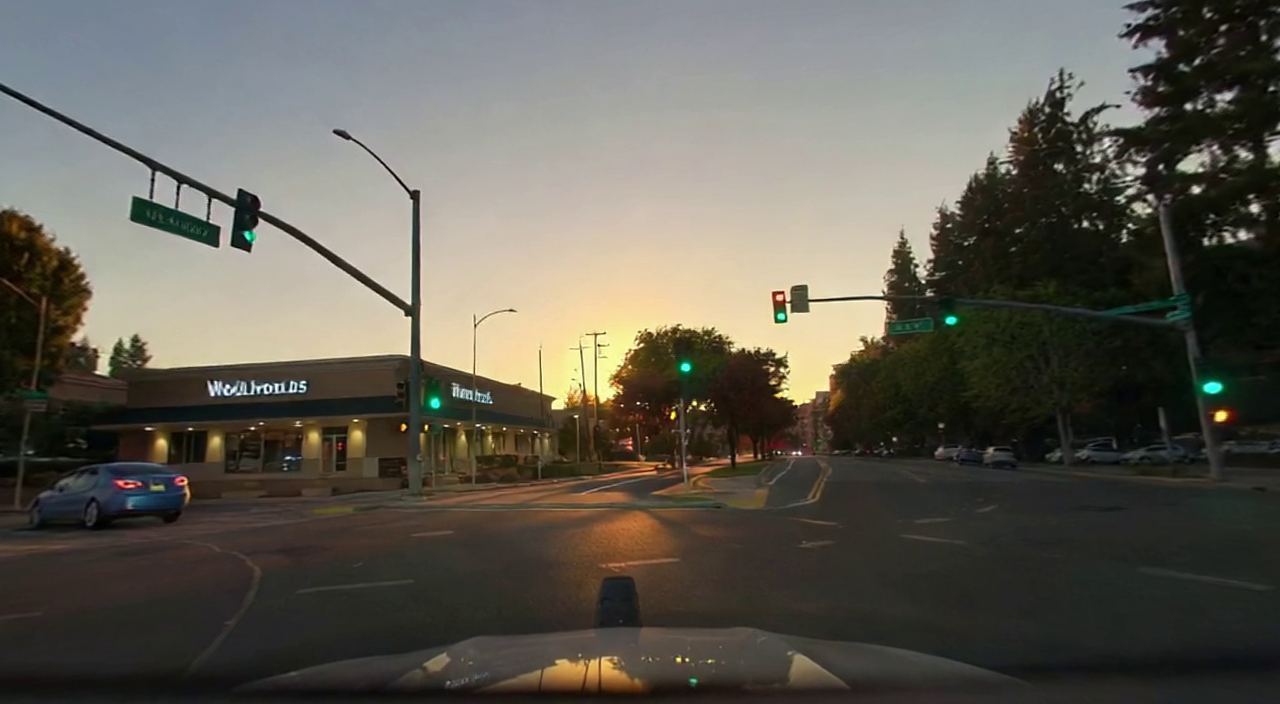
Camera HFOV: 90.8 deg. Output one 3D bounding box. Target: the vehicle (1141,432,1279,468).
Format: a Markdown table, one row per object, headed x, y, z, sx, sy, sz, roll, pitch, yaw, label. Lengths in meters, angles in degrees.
| x | y | z | sx | sy | sz | roll | pitch | yaw | label |
| --- | --- | --- | --- | --- | --- | --- | --- | --- | --- |
| 28.763 | 4.934 | 31.927 | 4.908 | 1.713 | 1.903 | -2 | -9 | 13 | vehicle |

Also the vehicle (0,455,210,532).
| x | y | z | sx | sy | sz | roll | pitch | yaw | label |
| --- | --- | --- | --- | --- | --- | --- | --- | --- | --- |
| -13.475 | 3.436 | 15.856 | 4.312 | 1.642 | 2.197 | -3 | -9 | 20 | vehicle |
